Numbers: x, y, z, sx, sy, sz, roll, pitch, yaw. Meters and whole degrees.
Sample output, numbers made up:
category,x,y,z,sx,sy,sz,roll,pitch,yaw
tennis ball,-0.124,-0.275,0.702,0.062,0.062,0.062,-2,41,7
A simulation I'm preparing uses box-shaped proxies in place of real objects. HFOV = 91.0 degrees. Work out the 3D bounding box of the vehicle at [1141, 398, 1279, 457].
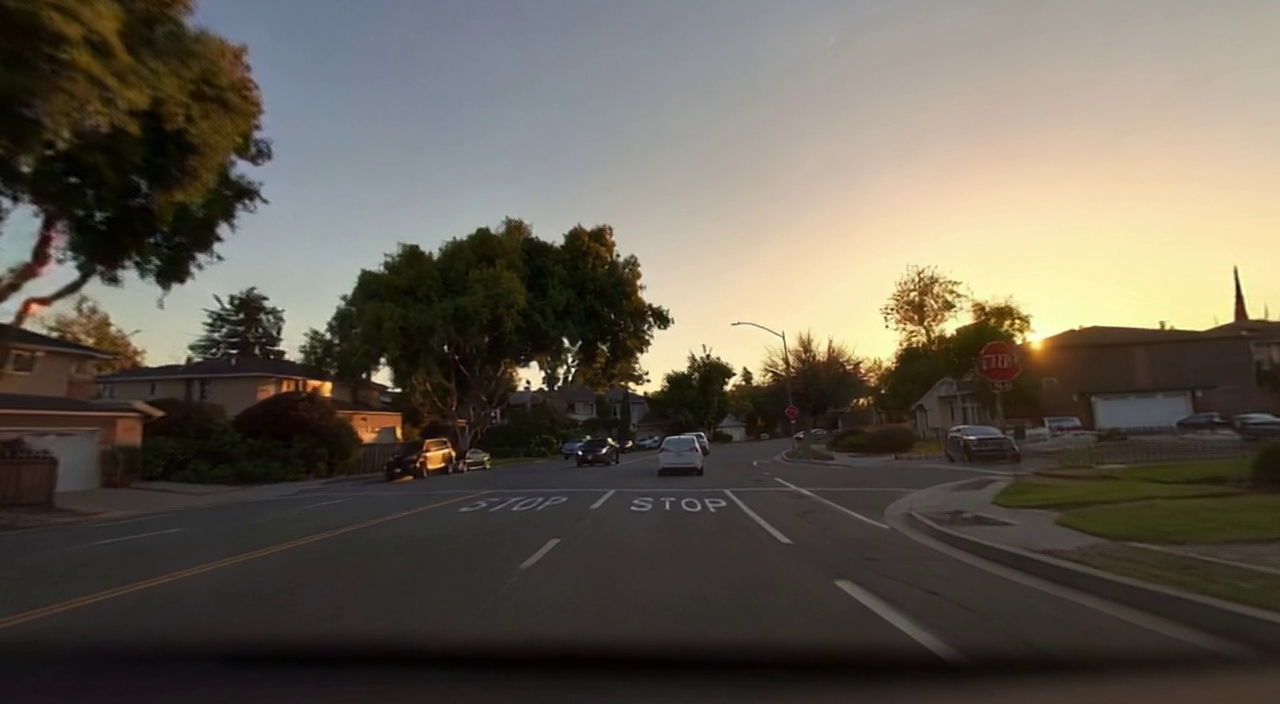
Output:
category,x,y,z,sx,sy,sz,roll,pitch,yaw
vehicle,19.117,2.376,19.542,4.989,1.564,2.007,-3,-13,11

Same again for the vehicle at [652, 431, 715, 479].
category,x,y,z,sx,sy,sz,roll,pitch,yaw
vehicle,1.595,3.541,21.777,1.955,1.459,4.383,-1,-9,7

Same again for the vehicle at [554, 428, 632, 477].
category,x,y,z,sx,sy,sz,roll,pitch,yaw
vehicle,-1.661,3.848,24.194,2.178,1.695,4.339,-1,-9,7

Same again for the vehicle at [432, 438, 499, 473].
category,x,y,z,sx,sy,sz,roll,pitch,yaw
vehicle,-10.238,6.138,37.311,2.076,1.864,4.730,-4,-10,8

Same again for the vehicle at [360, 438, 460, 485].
category,x,y,z,sx,sy,sz,roll,pitch,yaw
vehicle,-11.328,5.374,31.607,2.191,1.980,5.888,-5,-8,8
